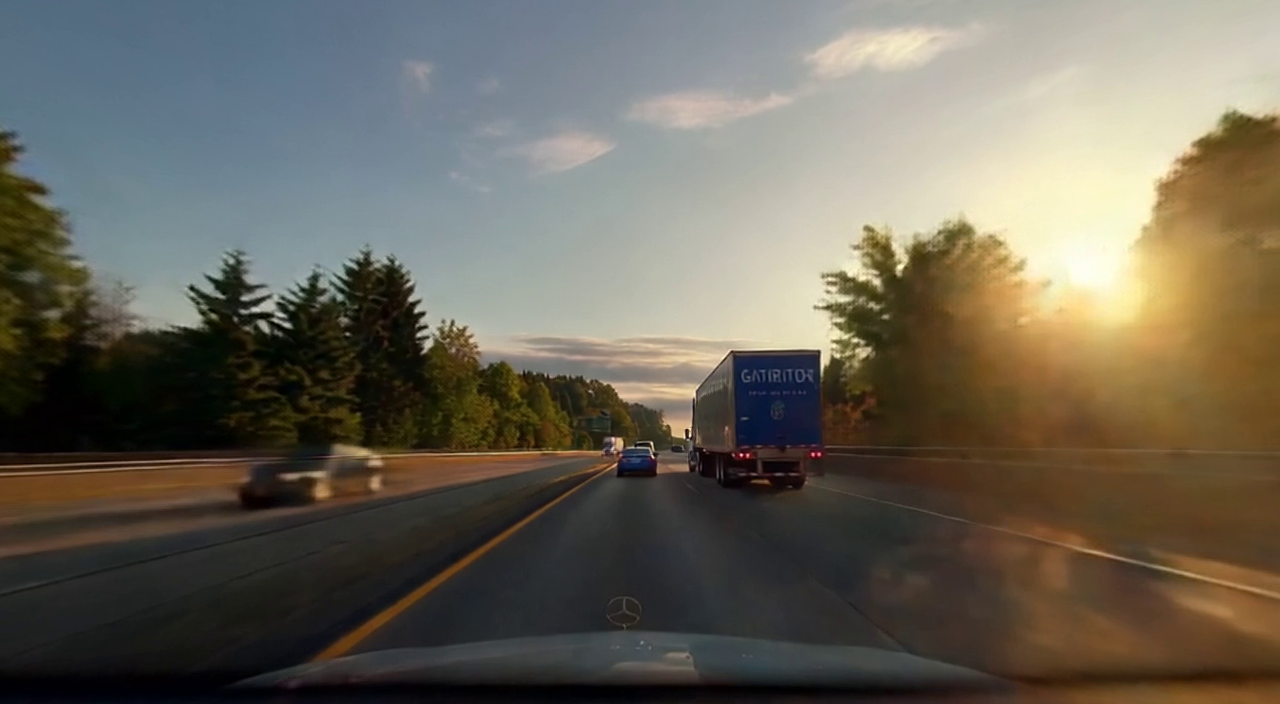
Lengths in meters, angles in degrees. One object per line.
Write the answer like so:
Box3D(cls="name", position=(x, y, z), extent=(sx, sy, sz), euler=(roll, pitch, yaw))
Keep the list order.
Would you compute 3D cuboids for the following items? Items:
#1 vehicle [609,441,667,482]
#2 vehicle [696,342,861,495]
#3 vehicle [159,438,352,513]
Box3D(cls="vehicle", position=(-0.079, 4.241, 24.590), extent=(2.074, 1.475, 3.960), euler=(0, -9, 0))
Box3D(cls="vehicle", position=(4.298, 2.872, 24.012), extent=(2.909, 4.074, 14.457), euler=(0, -9, 0))
Box3D(cls="vehicle", position=(-9.142, 2.961, 15.571), extent=(1.930, 1.549, 4.485), euler=(0, -9, 0))
